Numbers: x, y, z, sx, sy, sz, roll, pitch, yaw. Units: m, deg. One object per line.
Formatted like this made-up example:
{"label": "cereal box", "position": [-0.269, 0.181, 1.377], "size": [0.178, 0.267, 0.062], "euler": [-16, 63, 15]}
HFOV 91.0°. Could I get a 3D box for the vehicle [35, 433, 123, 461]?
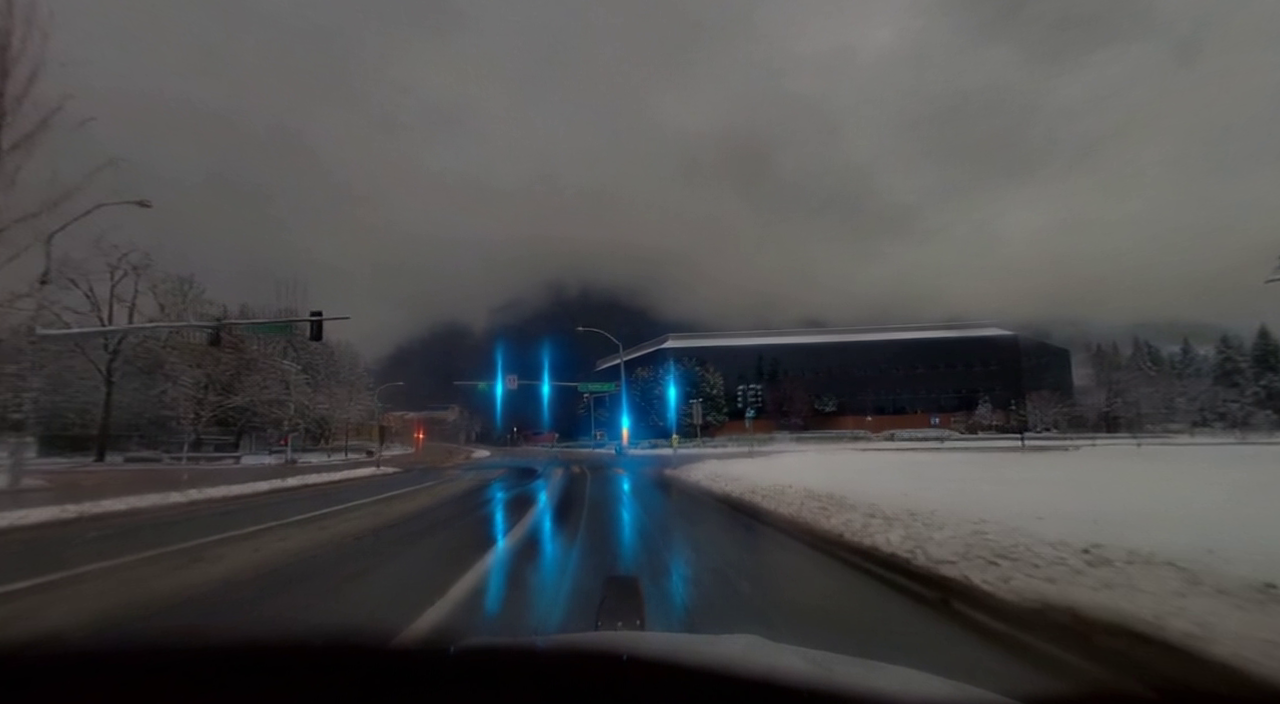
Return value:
{"label": "vehicle", "position": [-43.637, 7.431, 49.173], "size": [2.119, 2.013, 5.475], "euler": [1, -9, -5]}
